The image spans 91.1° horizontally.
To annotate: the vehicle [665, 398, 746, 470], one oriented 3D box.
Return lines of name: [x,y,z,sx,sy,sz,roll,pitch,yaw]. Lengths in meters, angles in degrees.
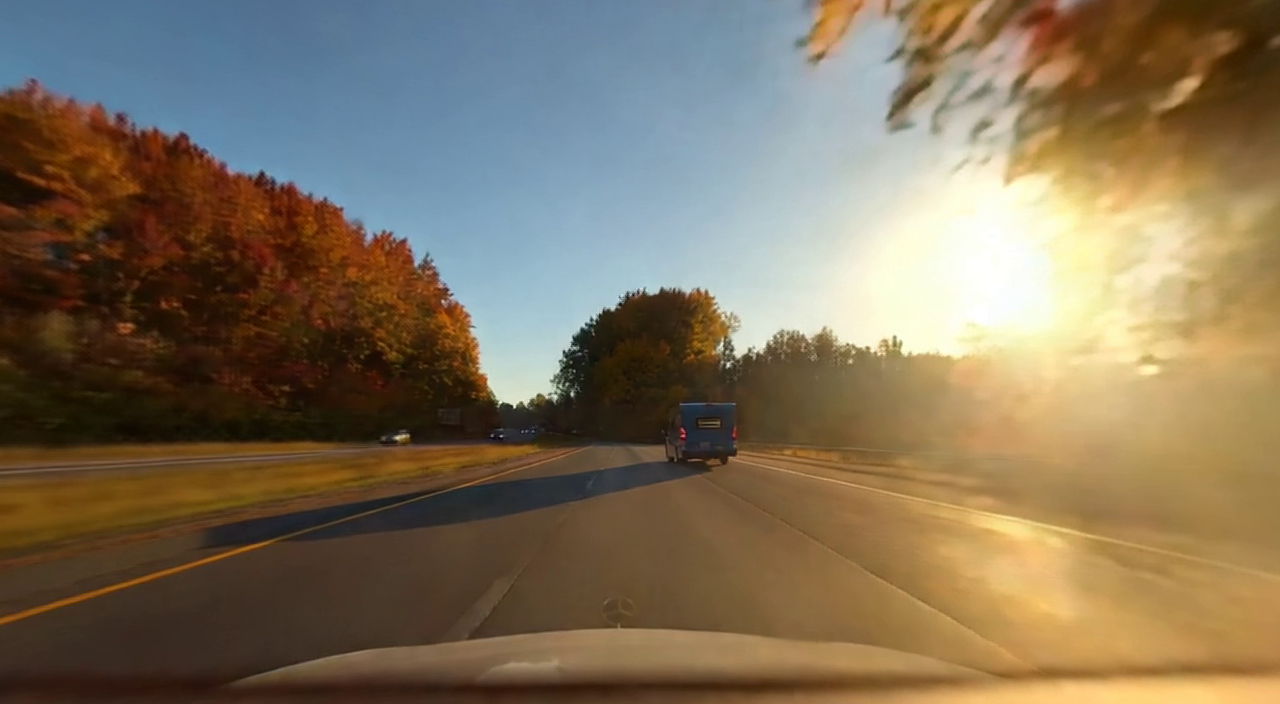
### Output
vehicle: [2.777,3.771,28.853,2.815,2.876,7.101,0,-8,-1]
